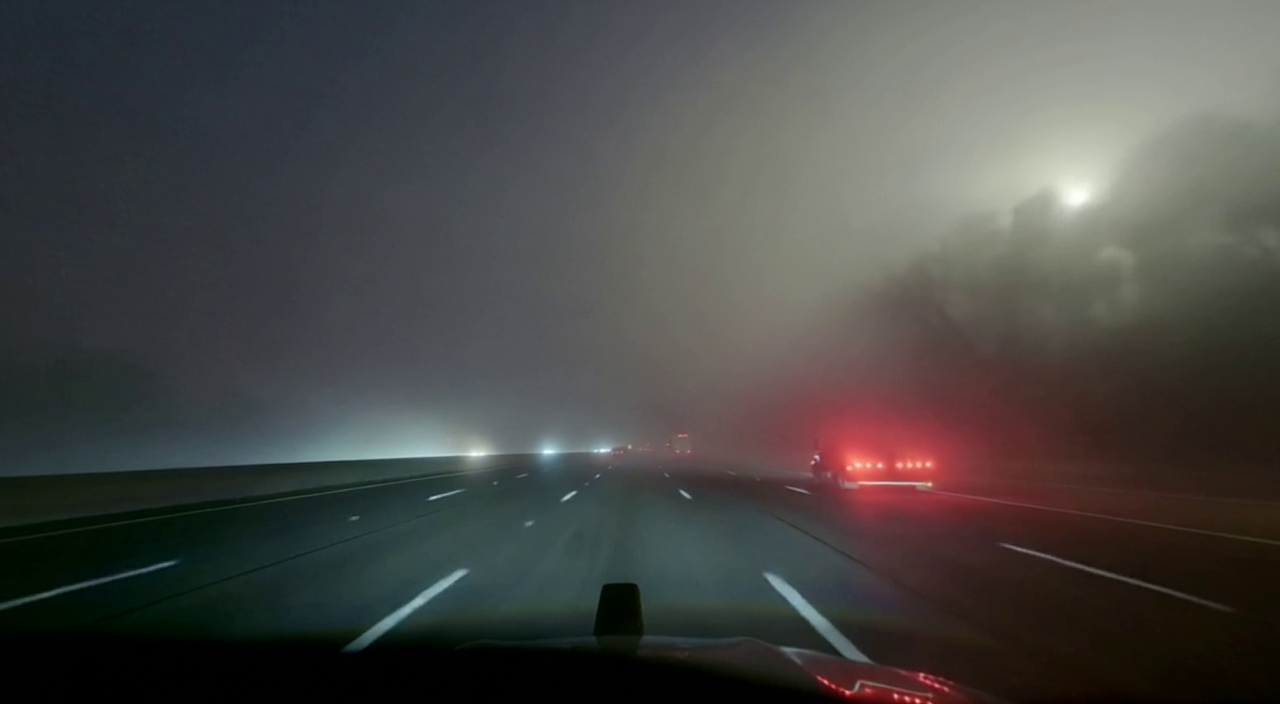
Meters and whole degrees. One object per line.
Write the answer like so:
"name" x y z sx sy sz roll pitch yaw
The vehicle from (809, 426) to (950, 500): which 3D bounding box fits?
"vehicle" 6.456 3.050 17.679 2.096 1.767 4.601 0 -9 0
